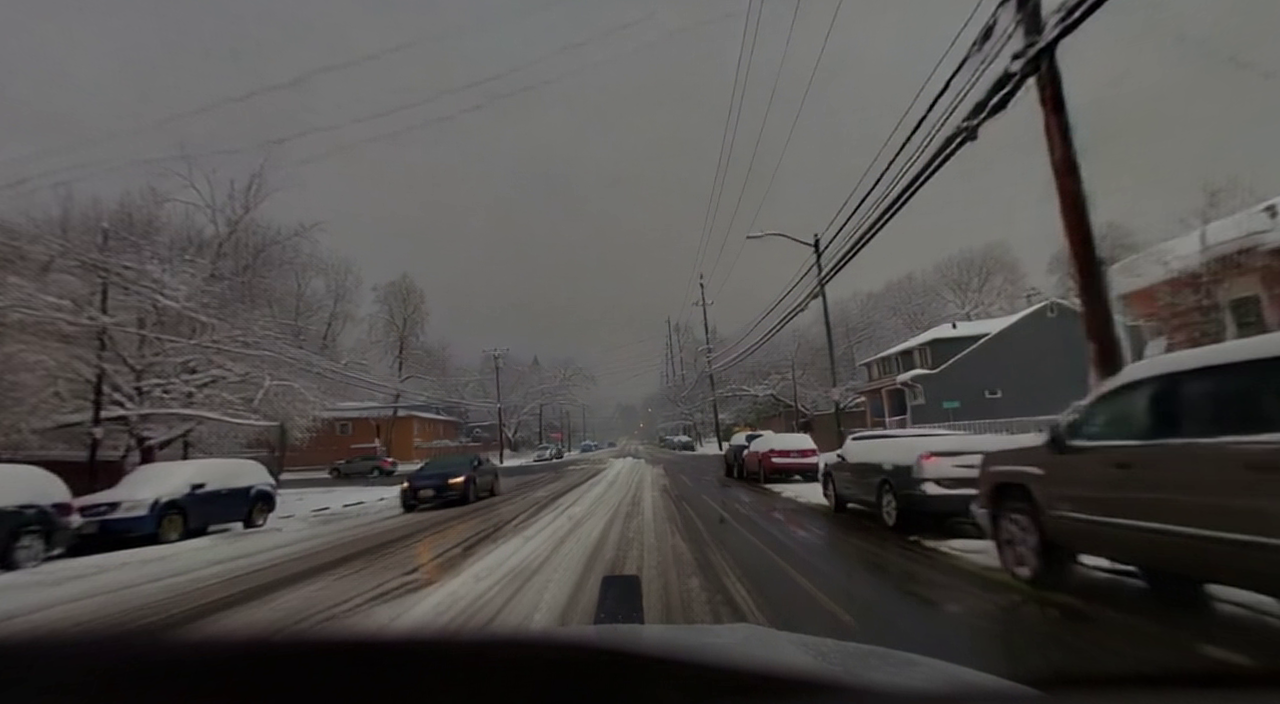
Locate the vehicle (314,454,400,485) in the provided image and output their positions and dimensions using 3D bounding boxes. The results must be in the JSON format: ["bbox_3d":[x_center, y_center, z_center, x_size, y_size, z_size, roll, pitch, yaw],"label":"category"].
[{"bbox_3d":[-18.614,7.670,41.667,4.676,1.846,1.967,8,-12,-44],"label":"vehicle"}]

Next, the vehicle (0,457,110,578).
[{"bbox_3d":[-11.069,2.499,9.080,2.089,1.837,5.499,0,-8,1],"label":"vehicle"}]

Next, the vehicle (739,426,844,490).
[{"bbox_3d":[4.592,3.308,20.028,1.980,1.773,4.853,0,-8,-2],"label":"vehicle"}]

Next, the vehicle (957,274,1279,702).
[{"bbox_3d":[4.436,0.754,3.647,2.330,2.160,5.550,0,-8,0],"label":"vehicle"}]

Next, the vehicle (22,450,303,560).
[{"bbox_3d":[-10.811,3.414,15.181,2.282,2.060,5.738,0,-8,-1],"label":"vehicle"}]

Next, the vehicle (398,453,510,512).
[{"bbox_3d":[-5.480,3.860,19.252,1.948,1.502,4.434,-1,-8,2],"label":"vehicle"}]

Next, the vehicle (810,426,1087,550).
[{"bbox_3d":[4.544,2.069,10.457,2.001,1.532,5.029,0,-8,-1],"label":"vehicle"}]
